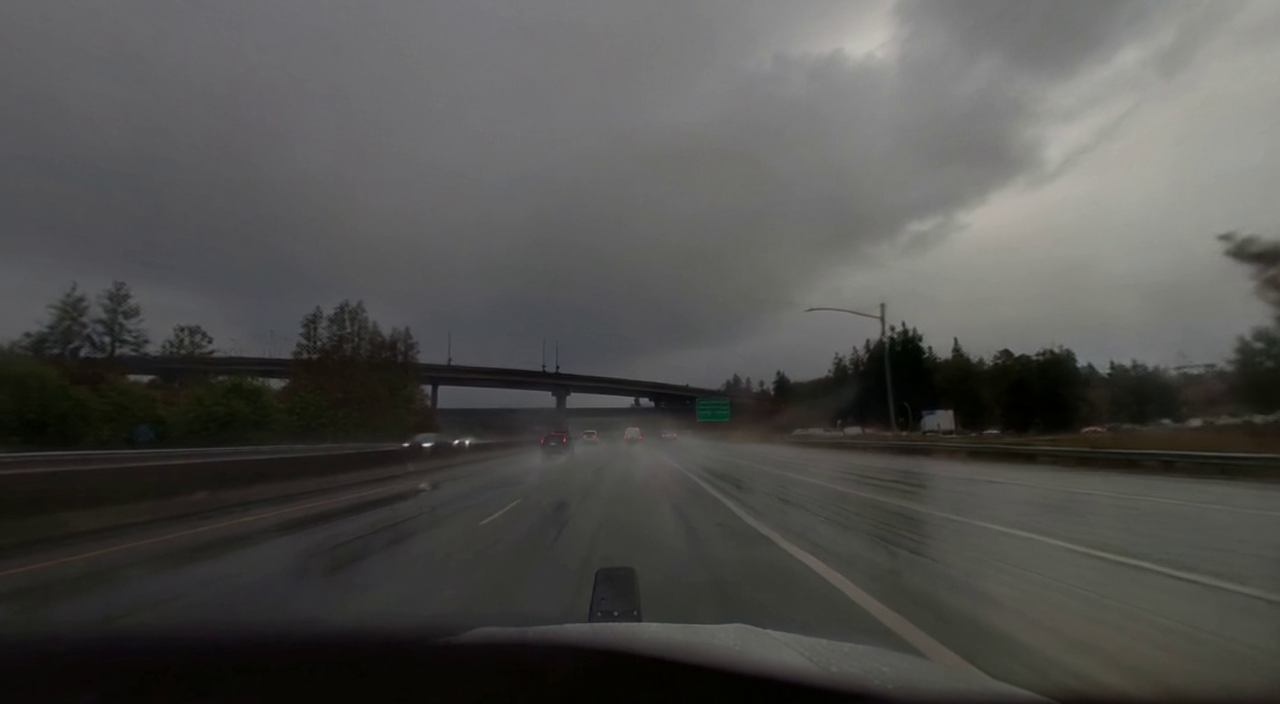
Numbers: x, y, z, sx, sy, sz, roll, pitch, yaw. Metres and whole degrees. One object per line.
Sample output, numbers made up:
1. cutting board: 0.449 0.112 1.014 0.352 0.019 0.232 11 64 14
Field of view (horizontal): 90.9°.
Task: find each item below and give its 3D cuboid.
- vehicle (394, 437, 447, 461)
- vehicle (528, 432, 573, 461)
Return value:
1. vehicle: -13.852 6.111 40.005 1.851 1.451 4.277 0 -8 -1
2. vehicle: -4.892 5.231 35.011 1.933 1.473 4.023 0 -8 0
